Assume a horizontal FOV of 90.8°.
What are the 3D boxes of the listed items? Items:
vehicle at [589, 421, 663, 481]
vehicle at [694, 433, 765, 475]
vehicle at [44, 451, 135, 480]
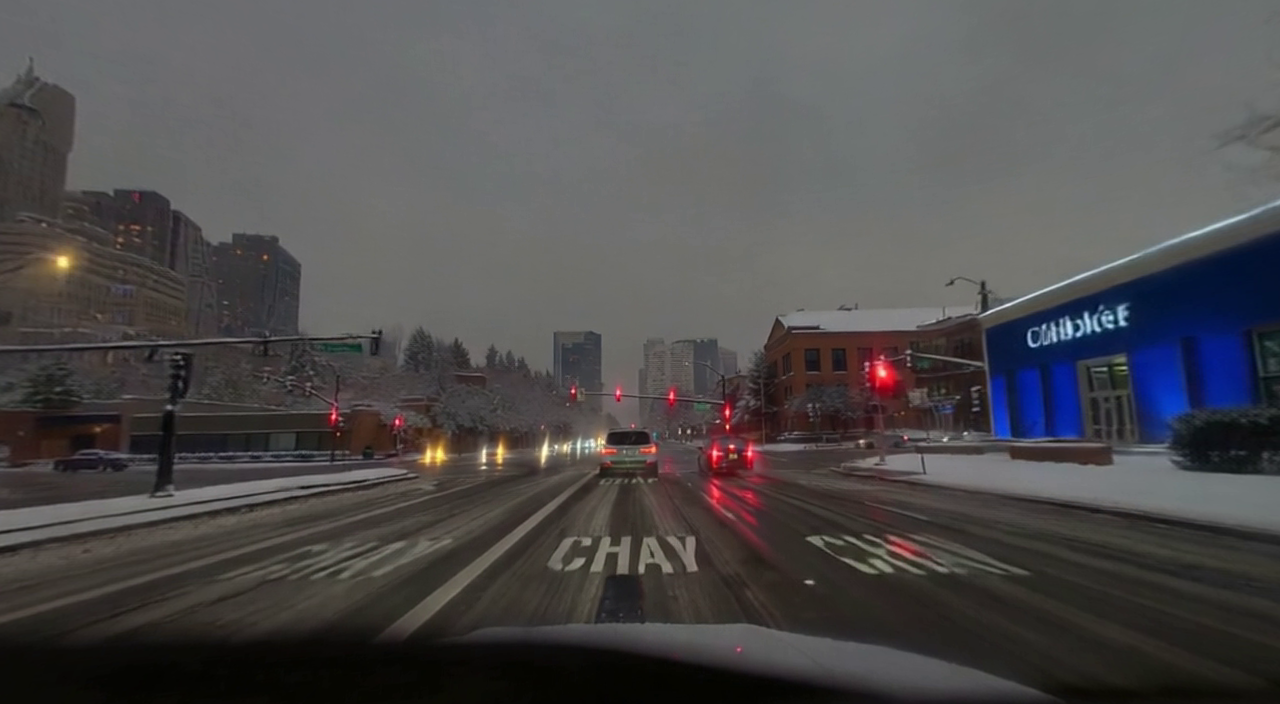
[{"bbox_3d":[-0.441,3.431,22.060,2.313,1.860,4.319,0,-8,0],"label":"vehicle"},{"bbox_3d":[3.421,4.011,25.026,2.080,1.472,4.401,0,-8,-1],"label":"vehicle"},{"bbox_3d":[-39.655,8.175,45.607,4.610,1.691,2.034,-3,-8,-2],"label":"vehicle"}]
